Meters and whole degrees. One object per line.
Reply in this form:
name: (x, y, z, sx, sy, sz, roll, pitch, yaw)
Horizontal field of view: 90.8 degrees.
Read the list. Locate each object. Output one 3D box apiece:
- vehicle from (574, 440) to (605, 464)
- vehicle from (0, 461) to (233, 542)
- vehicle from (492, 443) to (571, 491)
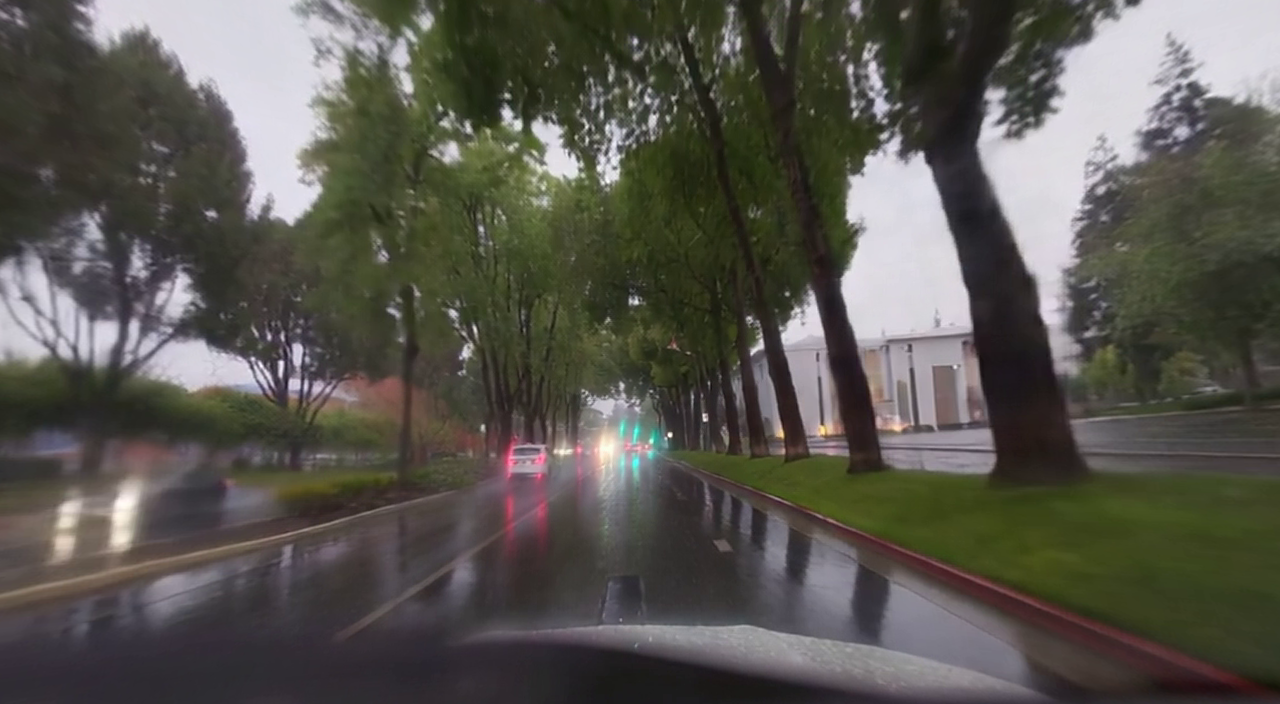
vehicle: (-3.912, 7.876, 49.819, 2.077, 1.725, 4.153, 0, -9, 0)
vehicle: (-11.758, 3.259, 14.418, 1.924, 1.430, 4.417, -1, -9, 1)
vehicle: (-3.588, 3.871, 21.635, 1.932, 1.431, 4.144, 0, -9, 1)
